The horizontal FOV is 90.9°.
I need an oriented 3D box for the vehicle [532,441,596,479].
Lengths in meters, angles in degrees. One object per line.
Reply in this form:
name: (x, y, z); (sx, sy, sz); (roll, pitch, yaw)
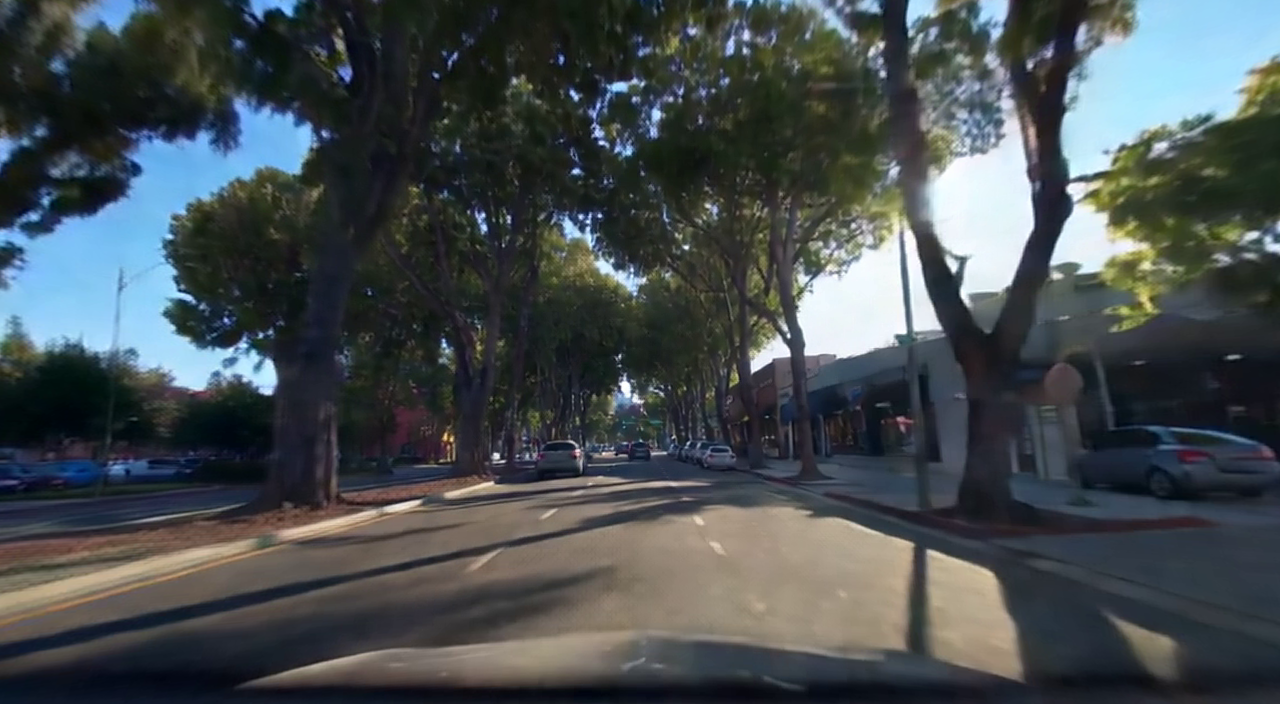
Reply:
vehicle: (-3.227, 4.683, 27.637); (2.151, 1.484, 4.468); (0, -8, 1)

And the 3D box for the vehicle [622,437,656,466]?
vehicle: (-0.084, 6.492, 41.138); (2.075, 1.770, 4.018); (0, -8, 0)

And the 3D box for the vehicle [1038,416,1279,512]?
vehicle: (10.134, 2.081, 12.159); (1.998, 1.494, 4.411); (0, -8, -1)

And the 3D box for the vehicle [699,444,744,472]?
vehicle: (4.494, 5.887, 35.346); (1.896, 1.451, 4.329); (0, -8, 0)
